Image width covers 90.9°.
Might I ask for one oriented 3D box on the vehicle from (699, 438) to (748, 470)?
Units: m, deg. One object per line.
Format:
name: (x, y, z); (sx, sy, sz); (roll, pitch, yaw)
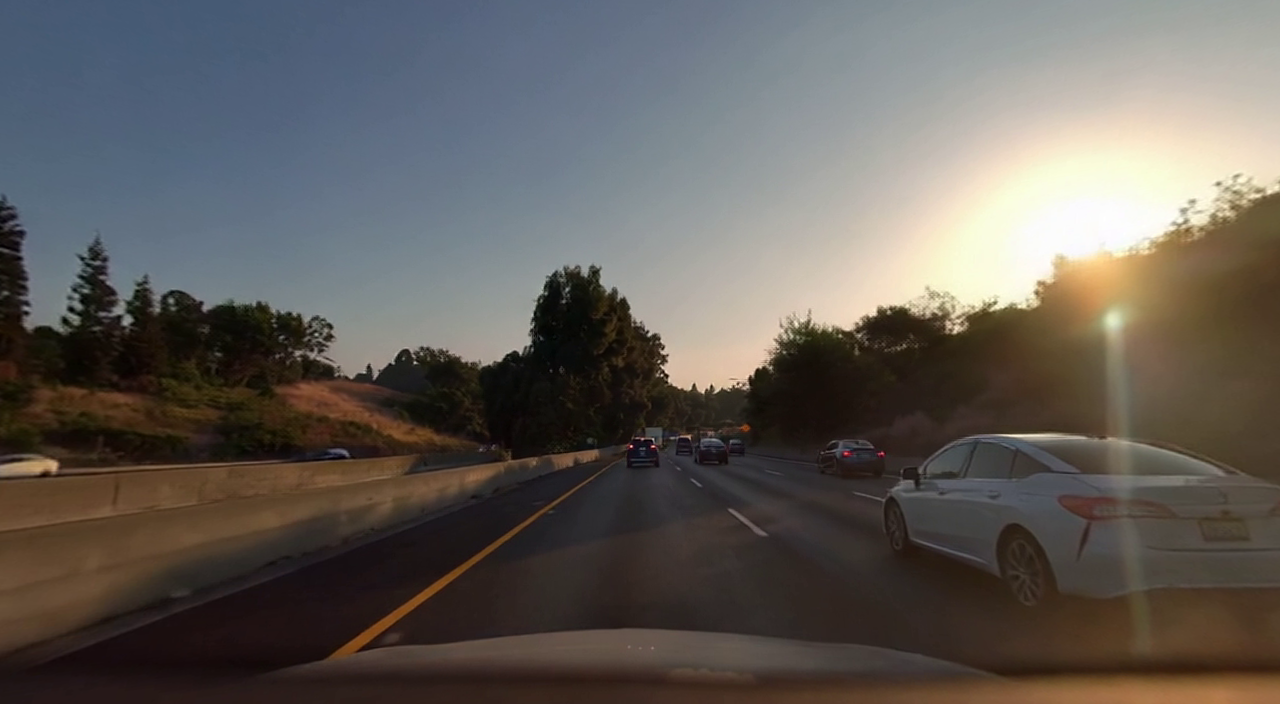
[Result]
vehicle: (4.150, 5.095, 31.790); (1.825, 1.487, 4.034); (0, -8, -1)

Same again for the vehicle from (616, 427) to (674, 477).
vehicle: (0.182, 4.044, 25.802); (2.189, 1.852, 4.038); (0, -8, 0)

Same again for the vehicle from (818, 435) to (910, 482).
vehicle: (8.034, 3.847, 23.067); (1.810, 1.516, 4.183); (-1, -8, 0)

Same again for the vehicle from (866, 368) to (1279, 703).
vehicle: (3.700, 1.213, 5.232); (2.003, 1.661, 4.418); (-1, -8, 0)
